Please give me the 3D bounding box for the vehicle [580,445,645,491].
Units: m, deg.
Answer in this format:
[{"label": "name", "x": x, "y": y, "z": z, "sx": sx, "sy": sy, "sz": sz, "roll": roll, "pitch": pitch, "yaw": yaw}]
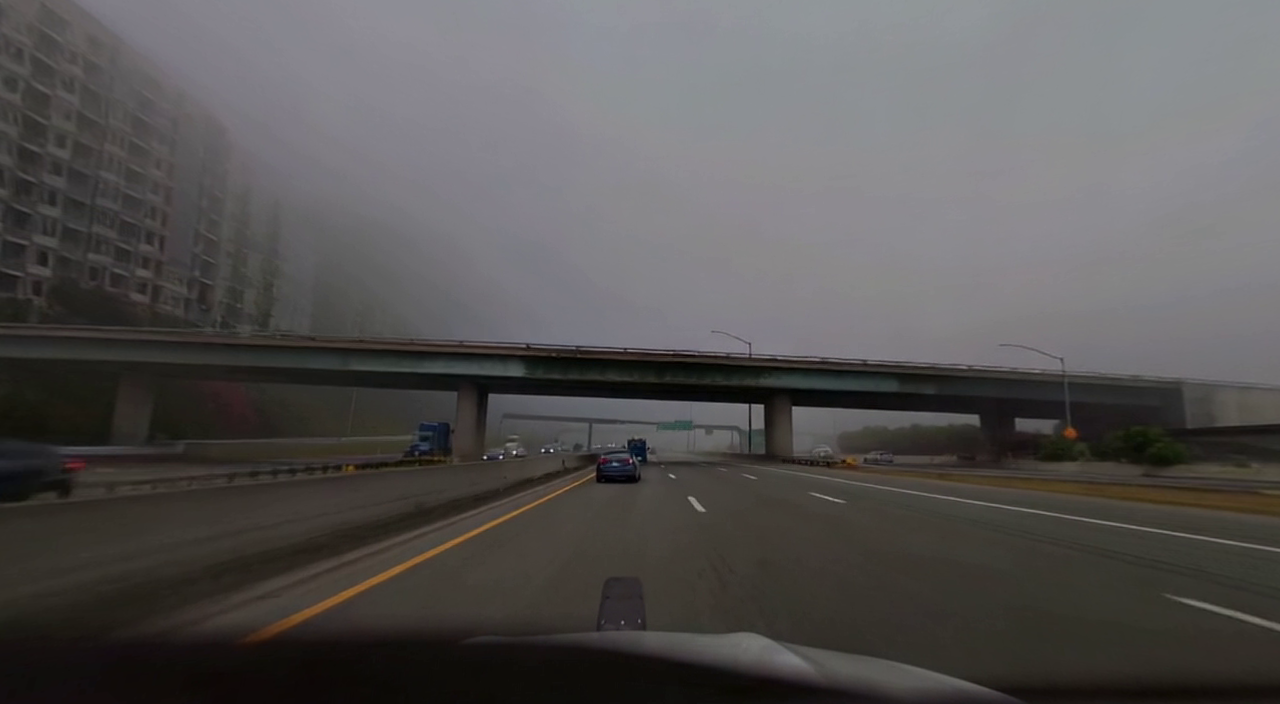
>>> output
[{"label": "vehicle", "x": -0.864, "y": 4.078, "z": 22.473, "sx": 2.039, "sy": 1.478, "sz": 4.483, "roll": 0, "pitch": -9, "yaw": 1}]
